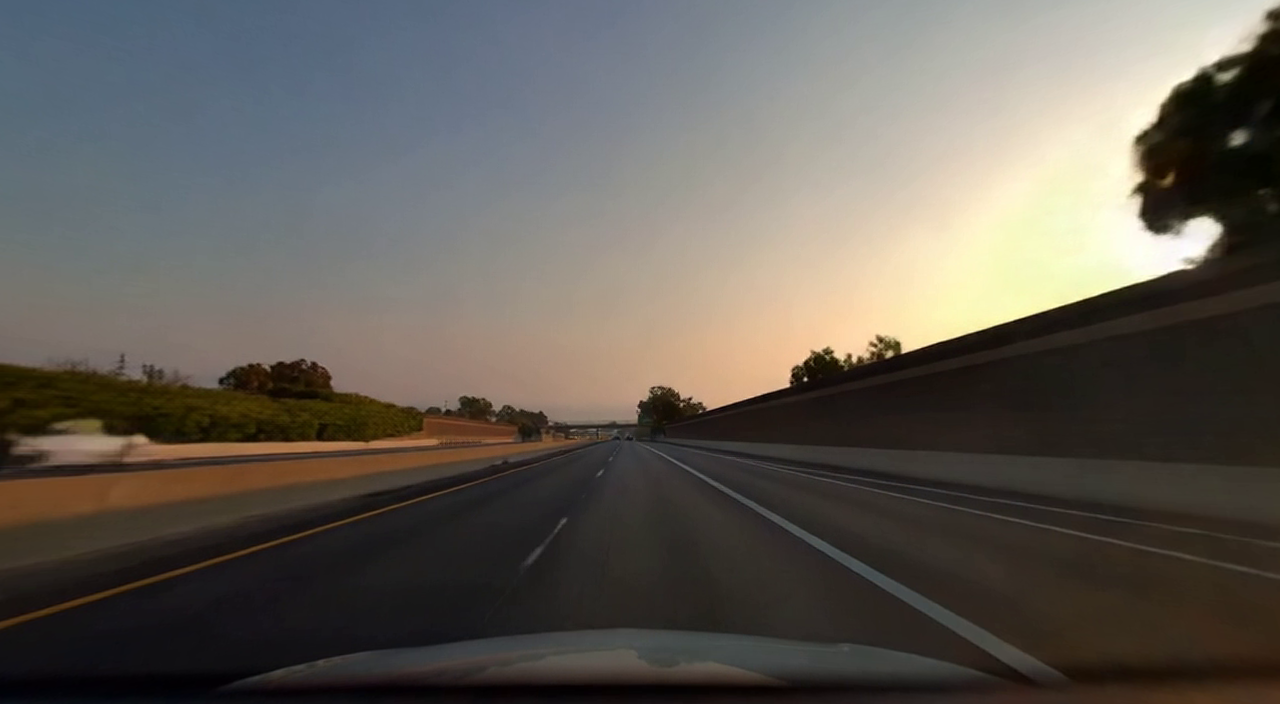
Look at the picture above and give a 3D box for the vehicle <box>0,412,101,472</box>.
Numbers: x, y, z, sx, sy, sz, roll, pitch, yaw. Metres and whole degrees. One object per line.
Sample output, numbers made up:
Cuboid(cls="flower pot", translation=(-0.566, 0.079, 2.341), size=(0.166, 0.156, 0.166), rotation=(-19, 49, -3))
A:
Cuboid(cls="vehicle", translation=(-18.398, 2.596, 18.231), size=(1.803, 1.644, 4.170), rotation=(1, -8, -1))
